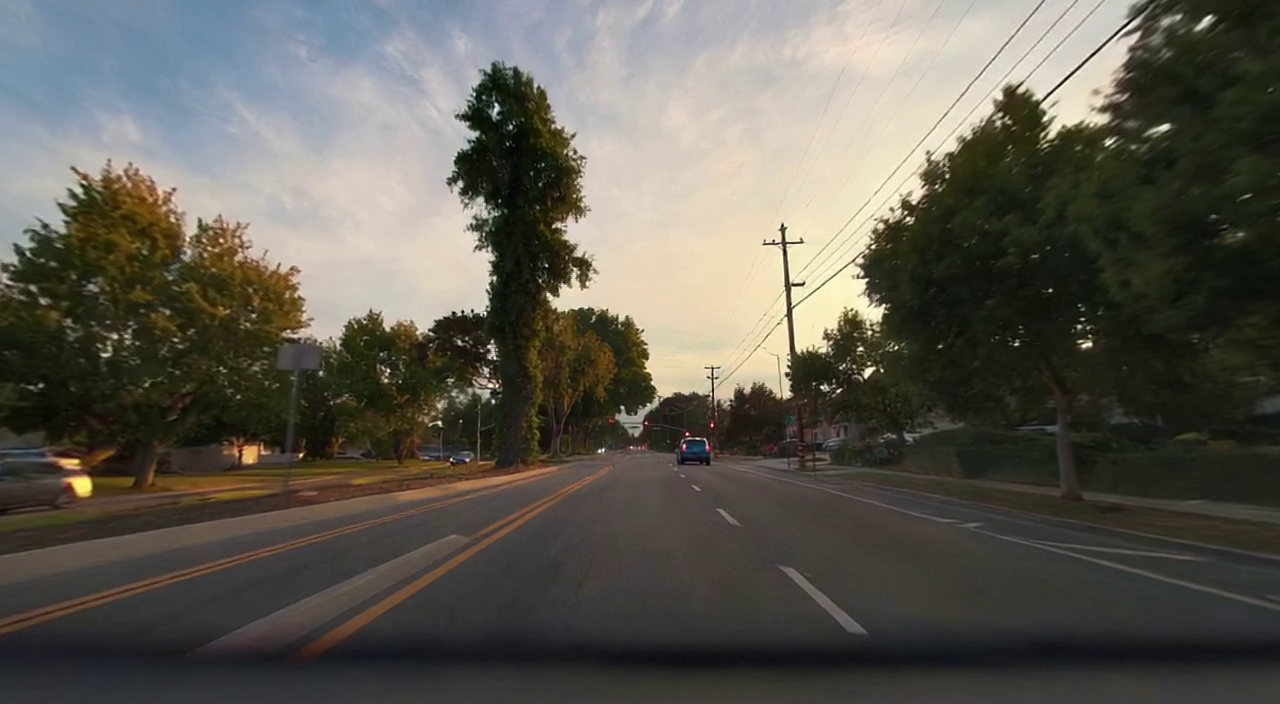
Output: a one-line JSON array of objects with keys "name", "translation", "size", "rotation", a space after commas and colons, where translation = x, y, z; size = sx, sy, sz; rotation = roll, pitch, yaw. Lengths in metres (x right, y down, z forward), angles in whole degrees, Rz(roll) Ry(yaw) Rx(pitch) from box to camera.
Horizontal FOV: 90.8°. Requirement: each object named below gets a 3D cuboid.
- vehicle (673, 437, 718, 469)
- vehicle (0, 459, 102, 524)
[{"name": "vehicle", "translation": [3.353, 6.227, 39.054], "size": [2.229, 1.795, 4.927], "rotation": [0, -9, -2]}, {"name": "vehicle", "translation": [-16.340, 3.455, 15.656], "size": [1.959, 1.473, 4.561], "rotation": [0, -9, 1]}]
